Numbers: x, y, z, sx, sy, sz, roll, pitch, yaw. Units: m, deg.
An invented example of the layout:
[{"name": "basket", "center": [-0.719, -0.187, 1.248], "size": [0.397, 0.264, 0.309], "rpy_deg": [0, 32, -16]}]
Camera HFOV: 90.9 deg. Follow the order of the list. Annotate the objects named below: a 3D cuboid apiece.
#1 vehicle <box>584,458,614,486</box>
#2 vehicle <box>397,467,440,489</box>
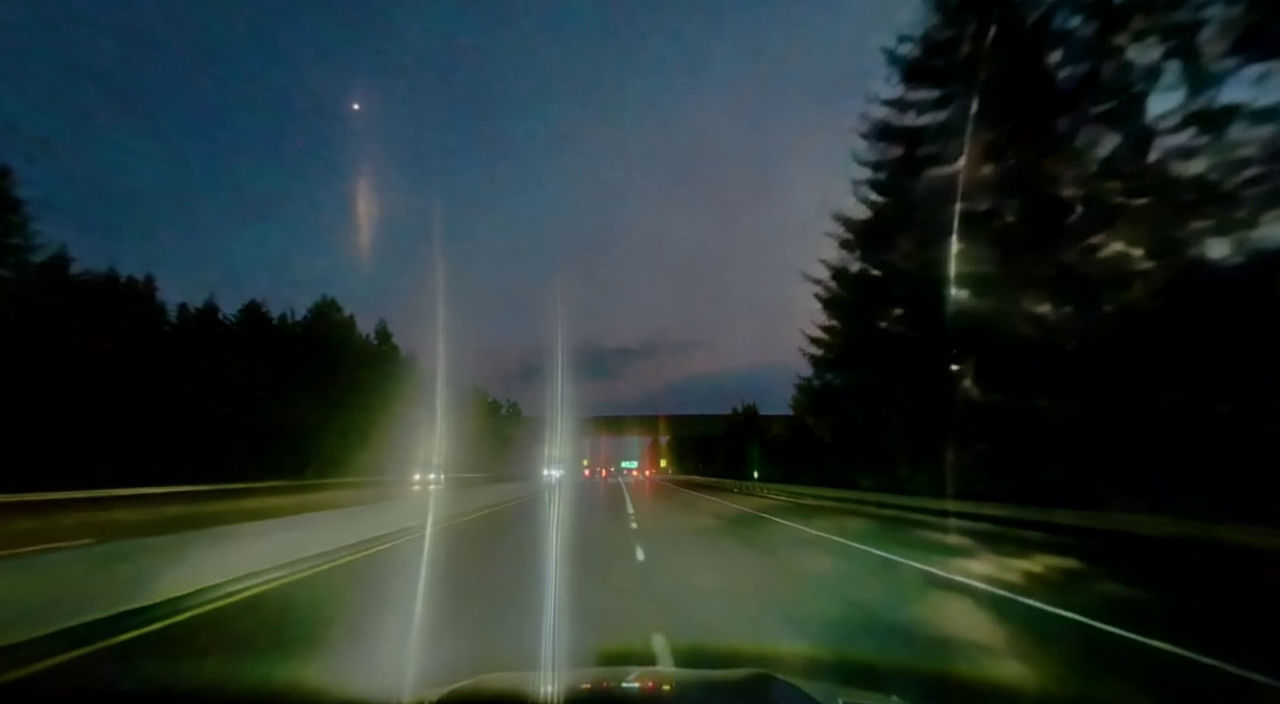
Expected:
[{"name": "vehicle", "center": [-3.110, 9.191, 48.311], "size": [2.162, 1.973, 4.341], "rpy_deg": [1, -11, -3]}, {"name": "vehicle", "center": [-15.722, 8.937, 44.882], "size": [1.708, 1.455, 4.012], "rpy_deg": [1, -11, -2]}]
